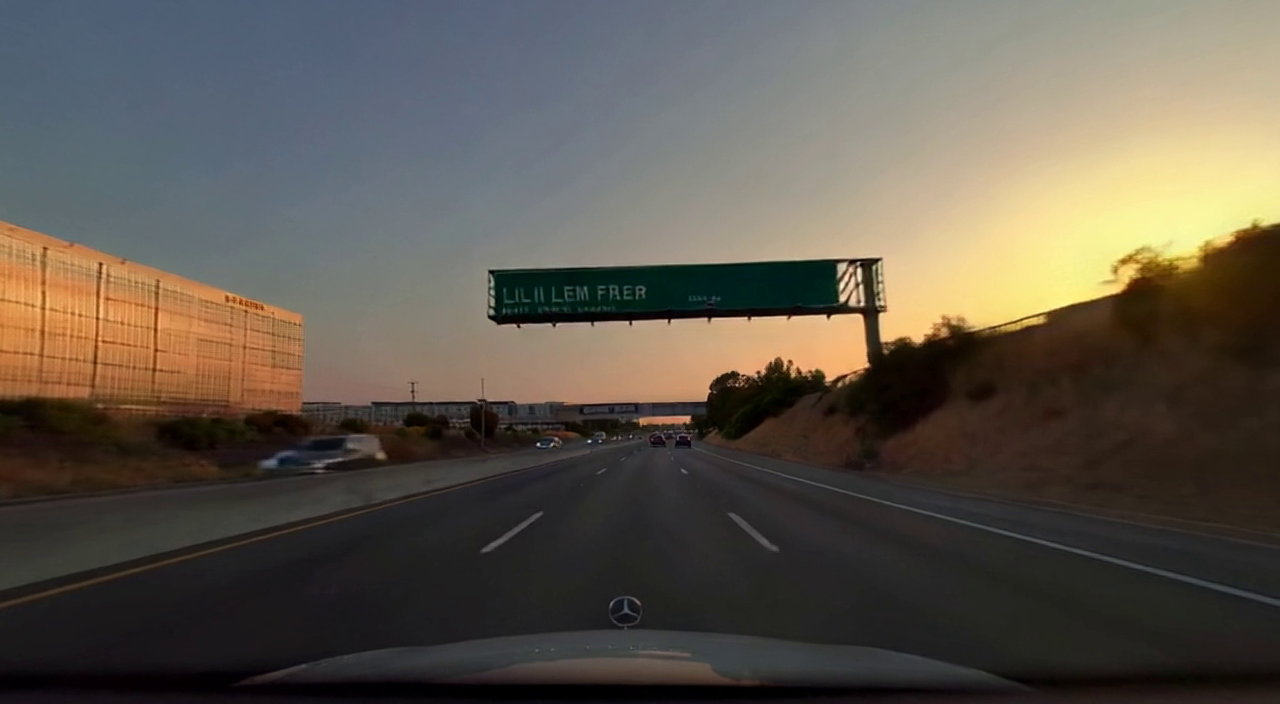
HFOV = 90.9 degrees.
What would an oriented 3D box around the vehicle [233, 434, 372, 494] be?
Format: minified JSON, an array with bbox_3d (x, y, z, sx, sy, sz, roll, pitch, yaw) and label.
[{"bbox_3d":[-10.369,3.450,19.822,1.956,1.669,4.228,0,-8,1],"label":"vehicle"}]
